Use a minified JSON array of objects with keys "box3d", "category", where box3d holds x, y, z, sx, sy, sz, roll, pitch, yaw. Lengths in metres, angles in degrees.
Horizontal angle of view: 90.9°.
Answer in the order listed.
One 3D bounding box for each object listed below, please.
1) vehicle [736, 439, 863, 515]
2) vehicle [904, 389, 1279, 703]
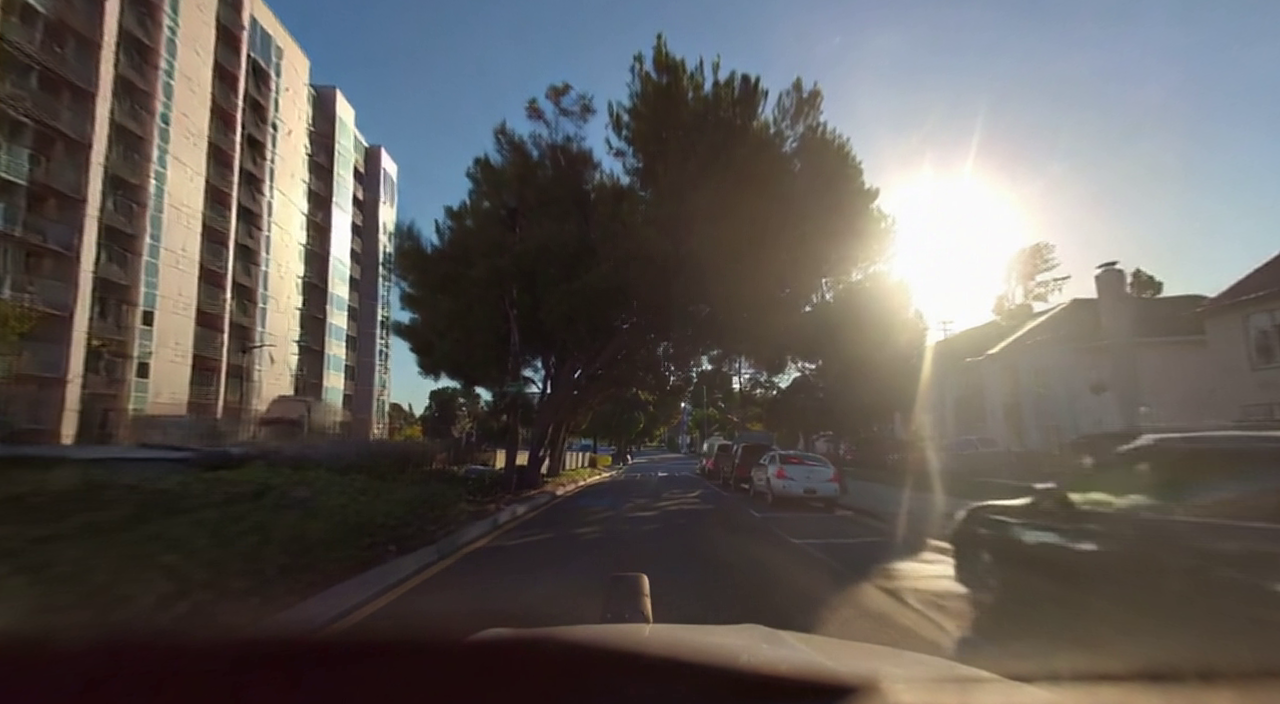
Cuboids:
[{"box3d":[3.434,2.763,14.475,1.848,1.442,4.425,-1,-9,2],"category":"vehicle"},{"box3d":[3.200,0.966,2.802,2.024,1.475,4.565,0,-9,-1],"category":"vehicle"}]
